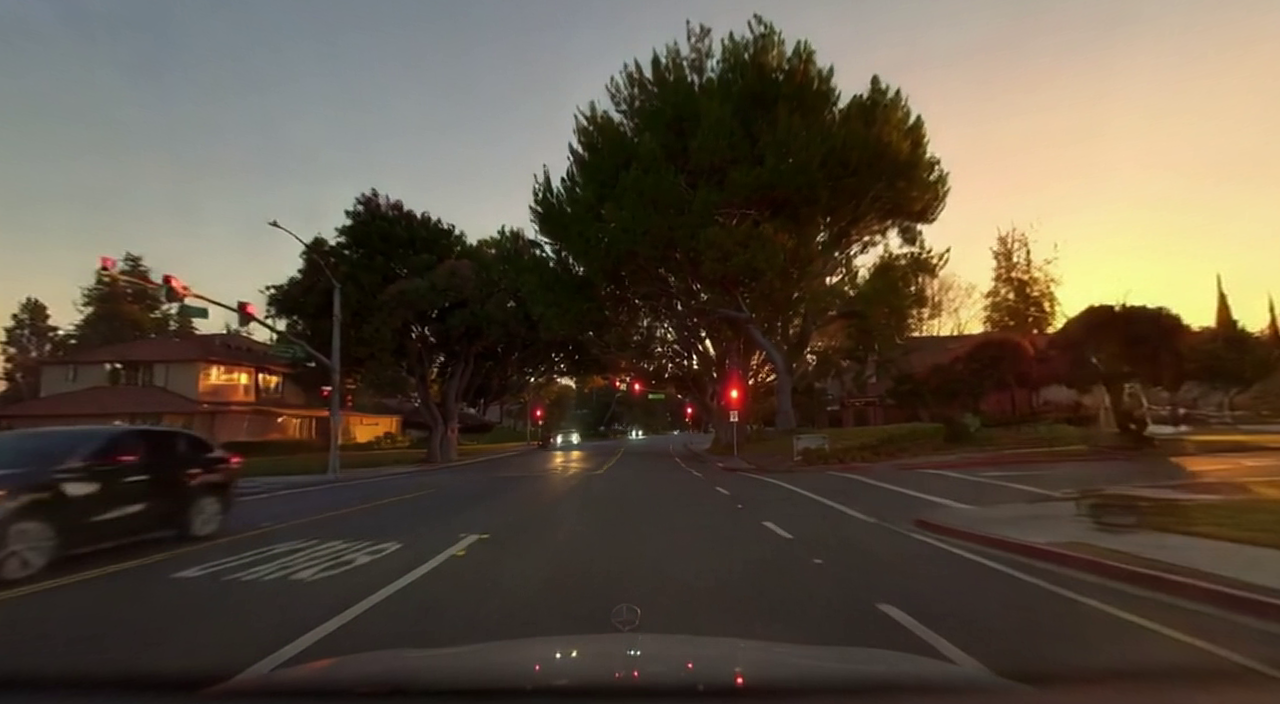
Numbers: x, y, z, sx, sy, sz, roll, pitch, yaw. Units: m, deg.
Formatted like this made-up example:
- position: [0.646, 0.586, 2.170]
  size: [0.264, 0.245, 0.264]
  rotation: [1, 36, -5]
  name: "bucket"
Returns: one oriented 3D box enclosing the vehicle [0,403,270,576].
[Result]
- position: [-7.707, 1.728, 8.612]
  size: [2.262, 1.761, 4.966]
  rotation: [0, -8, 0]
  name: "vehicle"
